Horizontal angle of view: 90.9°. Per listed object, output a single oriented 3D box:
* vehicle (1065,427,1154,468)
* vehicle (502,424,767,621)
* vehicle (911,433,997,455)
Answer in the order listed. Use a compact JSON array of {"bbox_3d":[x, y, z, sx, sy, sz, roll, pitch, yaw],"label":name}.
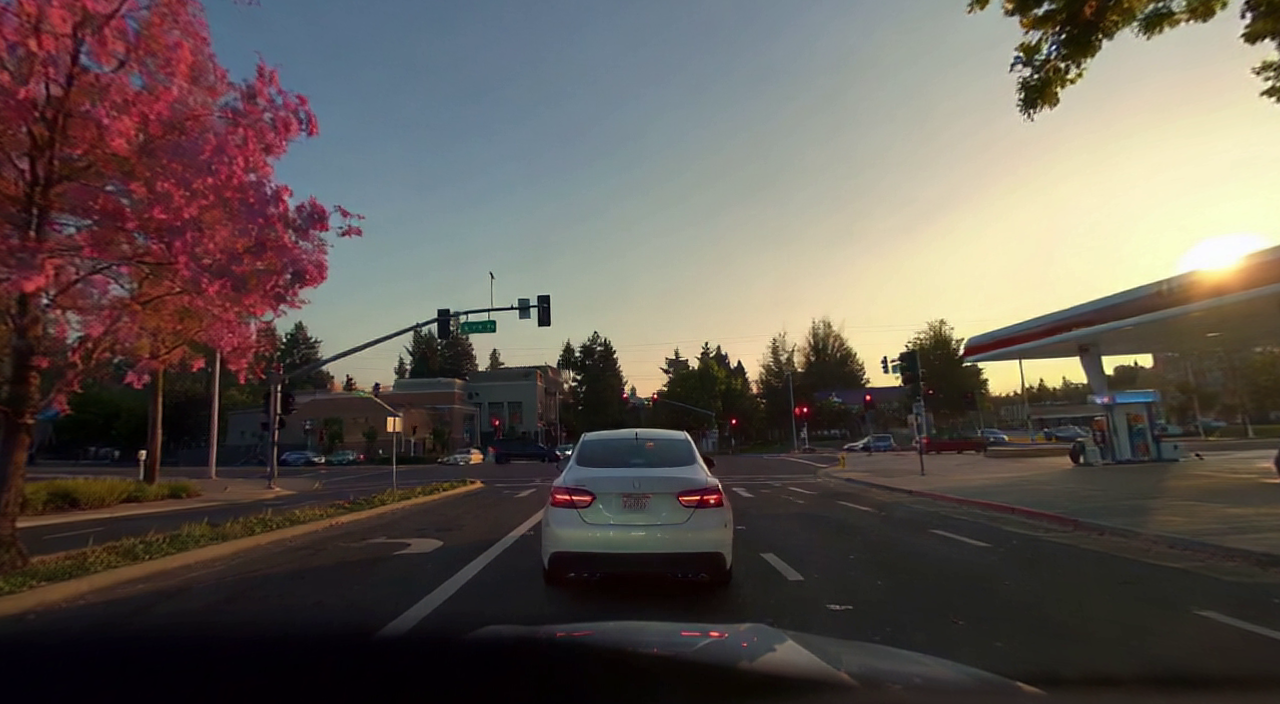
[{"bbox_3d":[18.577,3.756,24.885,4.091,1.495,2.053,8,-12,-44],"label":"vehicle"},{"bbox_3d":[-0.043,1.600,6.901,2.010,1.482,4.057,0,-8,0],"label":"vehicle"},{"bbox_3d":[21.553,6.365,43.405,4.813,1.455,1.889,-1,-8,3],"label":"vehicle"}]
